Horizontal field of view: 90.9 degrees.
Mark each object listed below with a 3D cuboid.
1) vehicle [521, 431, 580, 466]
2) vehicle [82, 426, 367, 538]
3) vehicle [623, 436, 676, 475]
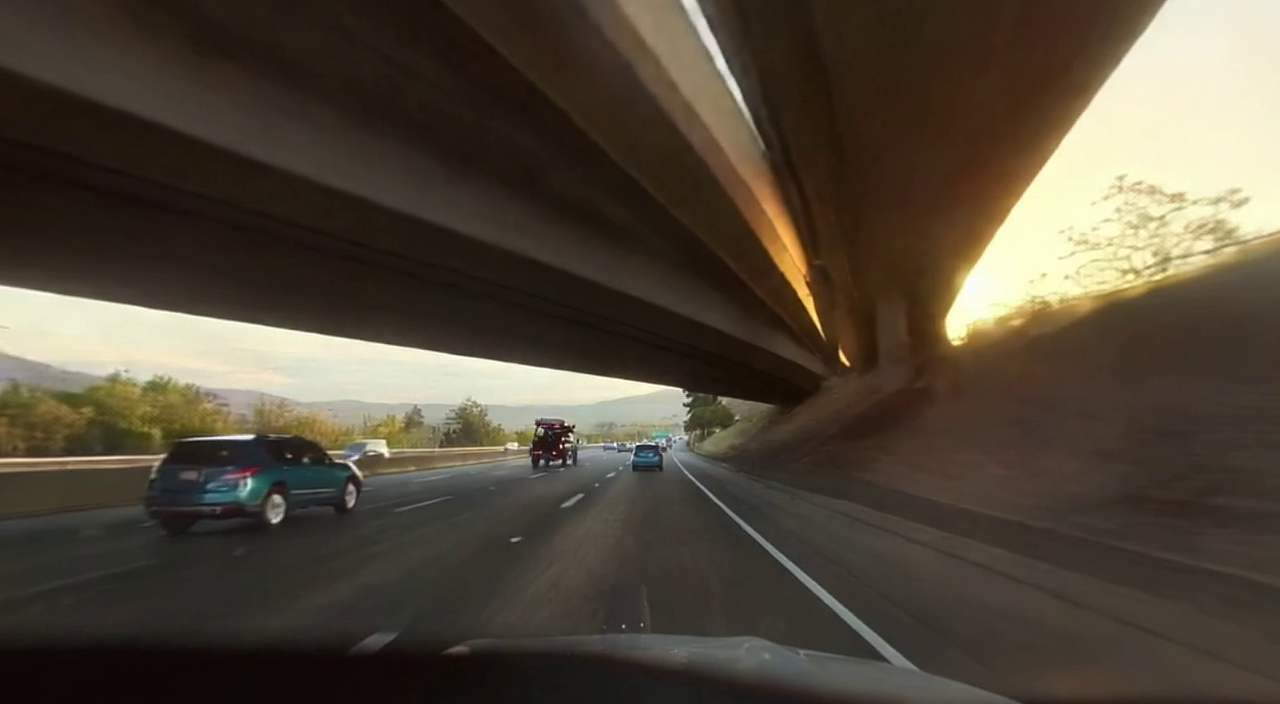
[{"bbox_3d":[-6.115,6.734,44.217,2.827,2.236,7.057,0,-8,2],"label":"vehicle"},{"bbox_3d":[-7.176,2.262,11.683,2.115,1.644,4.513,0,-8,1],"label":"vehicle"},{"bbox_3d":[0.478,4.898,30.057,2.336,1.722,4.212,0,-8,1],"label":"vehicle"}]
